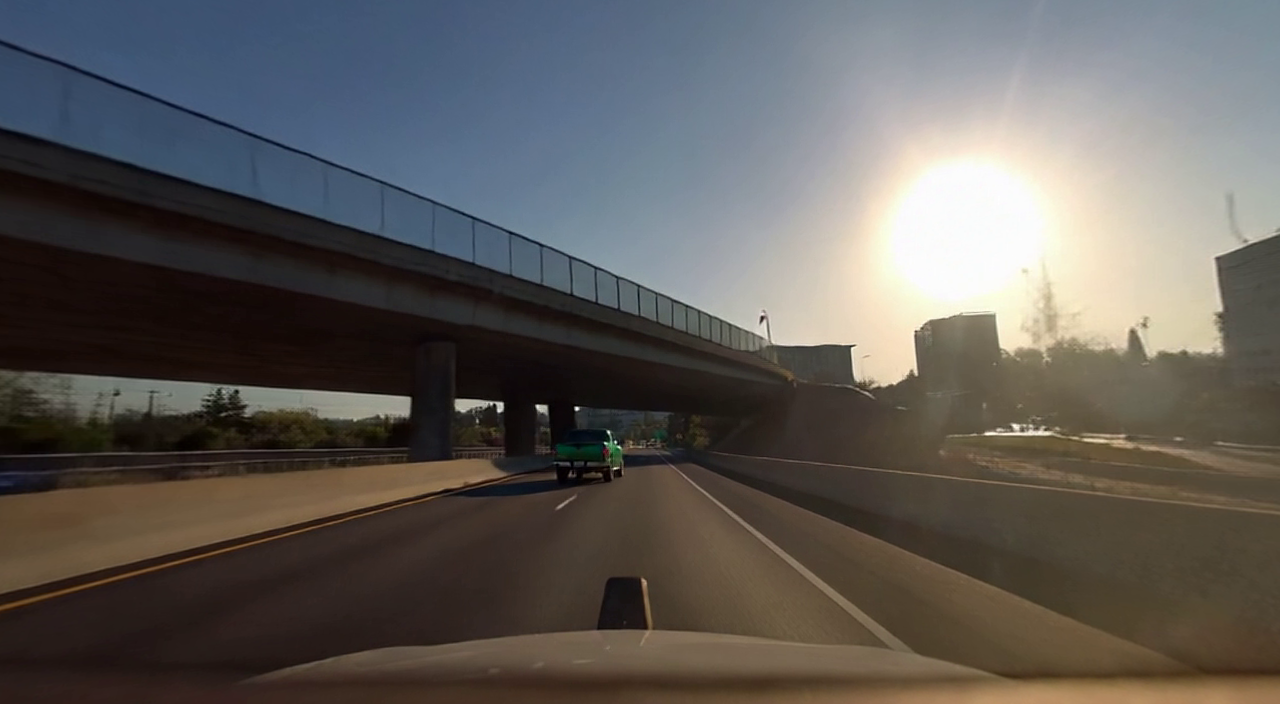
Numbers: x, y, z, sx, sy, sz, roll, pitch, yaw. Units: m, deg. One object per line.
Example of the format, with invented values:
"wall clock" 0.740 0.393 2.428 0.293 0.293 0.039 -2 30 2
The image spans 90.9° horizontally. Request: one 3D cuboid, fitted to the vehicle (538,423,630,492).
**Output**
"vehicle" -1.642 3.422 20.796 2.350 1.932 5.562 -1 -8 2
